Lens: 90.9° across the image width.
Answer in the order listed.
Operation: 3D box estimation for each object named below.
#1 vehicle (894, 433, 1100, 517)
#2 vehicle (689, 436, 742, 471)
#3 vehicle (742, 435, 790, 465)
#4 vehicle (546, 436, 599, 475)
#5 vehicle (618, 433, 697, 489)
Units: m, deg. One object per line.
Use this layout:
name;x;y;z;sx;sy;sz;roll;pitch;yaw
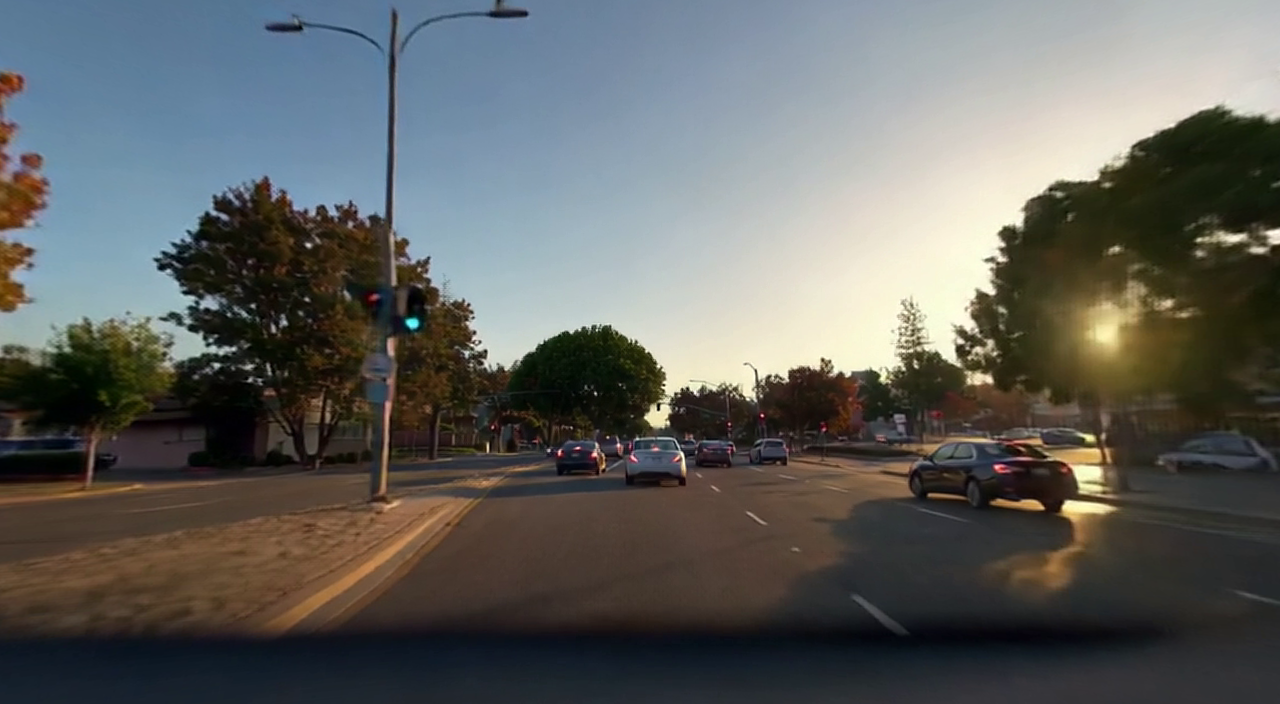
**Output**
vehicle;7.422;2.570;13.756;1.892;1.515;4.400;0;-8;0
vehicle;3.529;4.865;30.349;1.988;1.528;4.144;0;-8;-1
vehicle;7.687;6.036;38.852;2.044;1.701;4.397;0;-8;0
vehicle;-2.713;4.268;26.235;1.938;1.472;4.399;0;-8;-2
vehicle;0.507;3.159;18.584;2.096;1.473;3.893;0;-8;2
